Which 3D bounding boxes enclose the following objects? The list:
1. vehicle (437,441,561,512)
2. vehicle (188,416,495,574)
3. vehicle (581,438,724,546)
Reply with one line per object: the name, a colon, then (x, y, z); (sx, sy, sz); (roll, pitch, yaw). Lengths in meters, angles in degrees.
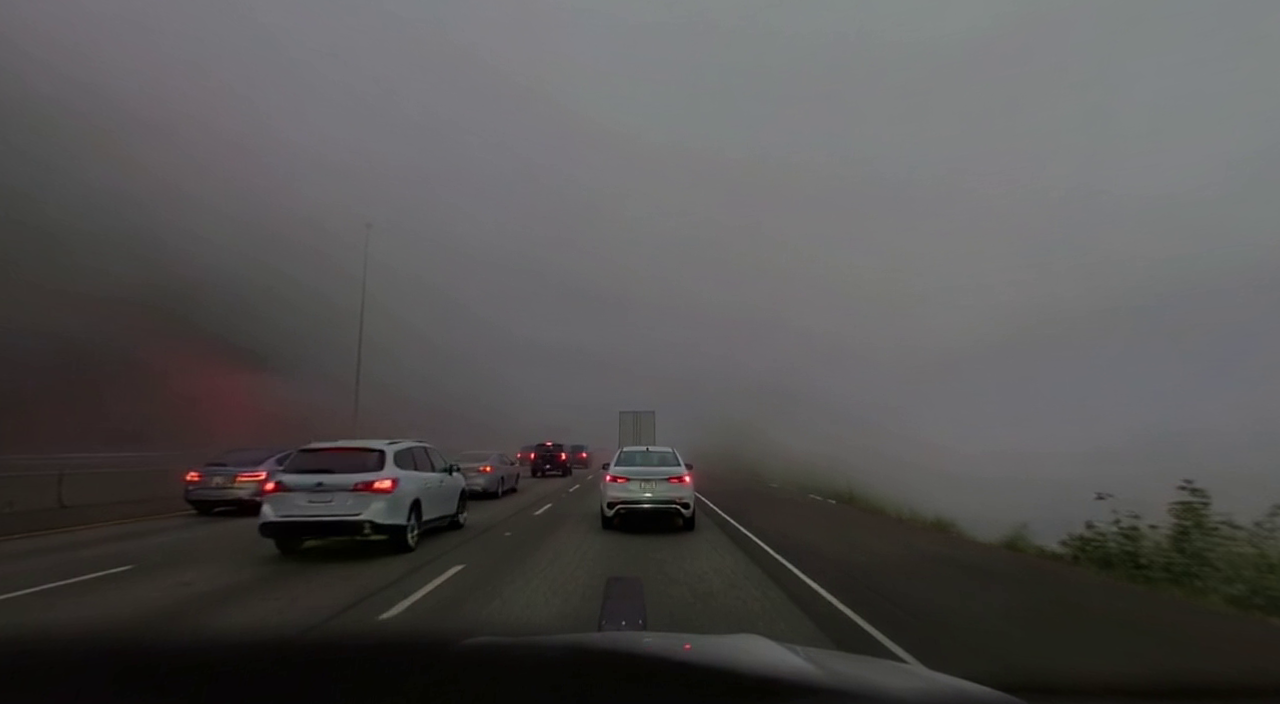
vehicle: (-3.286, 3.007, 15.653); (1.980, 1.491, 4.340); (0, -9, 1)
vehicle: (-3.635, 1.844, 8.830); (2.165, 1.638, 4.317); (0, -9, 0)
vehicle: (0.165, 2.231, 10.562); (1.995, 1.495, 3.380); (0, -9, 0)
